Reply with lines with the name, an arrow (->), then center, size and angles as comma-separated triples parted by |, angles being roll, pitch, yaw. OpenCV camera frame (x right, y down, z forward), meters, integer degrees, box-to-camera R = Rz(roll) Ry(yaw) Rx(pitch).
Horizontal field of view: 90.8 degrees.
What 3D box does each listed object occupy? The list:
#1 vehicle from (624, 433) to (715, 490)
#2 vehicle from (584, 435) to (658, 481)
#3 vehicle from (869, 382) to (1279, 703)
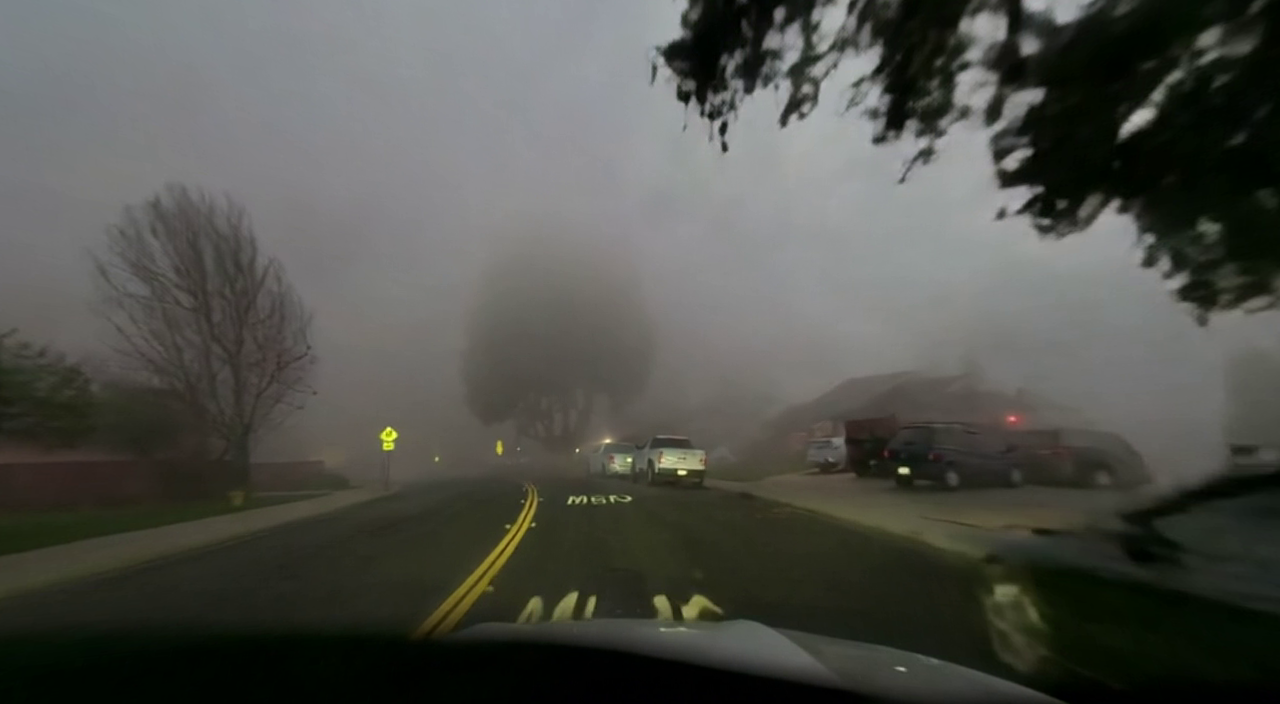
vehicle -> 0.832, 3.597, 21.190 | 1.965, 1.663, 4.744 | 1, -8, -11
vehicle -> -1.011, 4.707, 28.516 | 2.180, 1.849, 5.423 | 2, -9, -14
vehicle -> 2.931, 0.901, 2.264 | 2.181, 1.494, 5.023 | 0, -8, -2
